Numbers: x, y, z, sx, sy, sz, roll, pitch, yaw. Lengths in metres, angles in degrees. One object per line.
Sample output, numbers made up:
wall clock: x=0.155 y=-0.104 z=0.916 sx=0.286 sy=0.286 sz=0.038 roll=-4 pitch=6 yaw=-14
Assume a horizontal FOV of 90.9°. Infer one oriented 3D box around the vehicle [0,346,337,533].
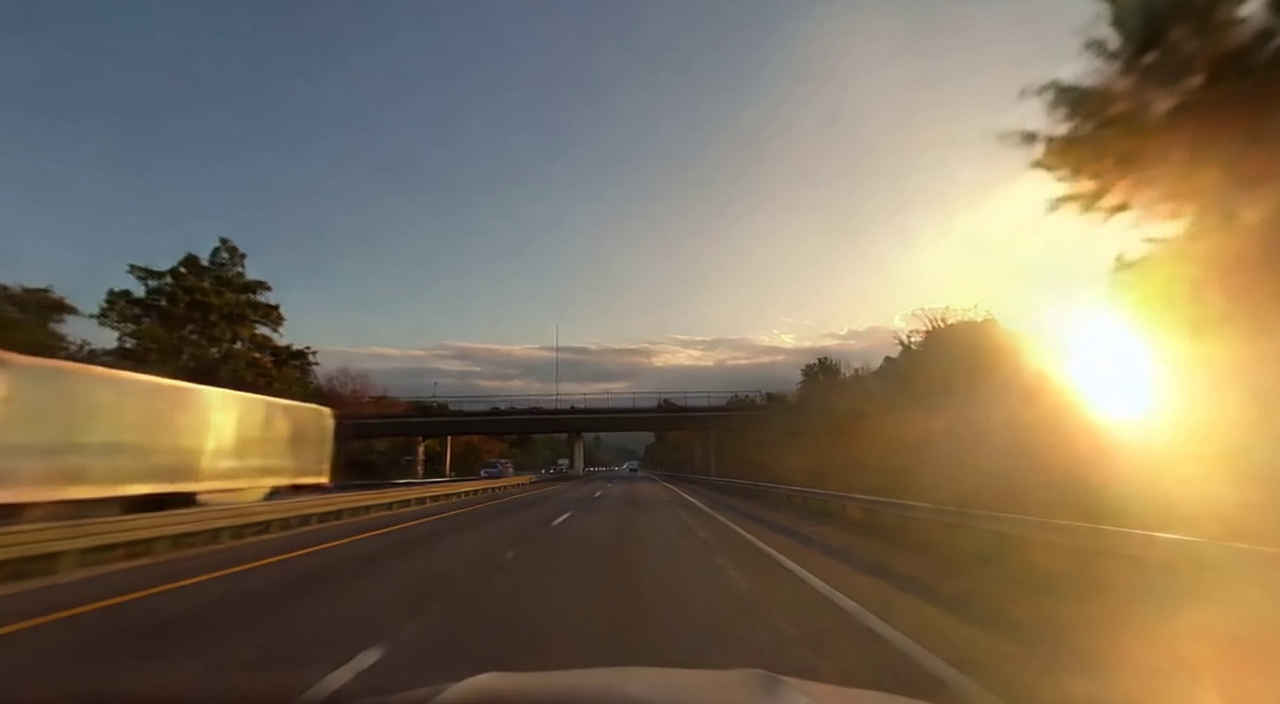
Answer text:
vehicle: x=-16.007 y=3.281 z=21.364 sx=3.208 sy=4.122 sz=16.588 roll=1 pitch=-10 yaw=0
